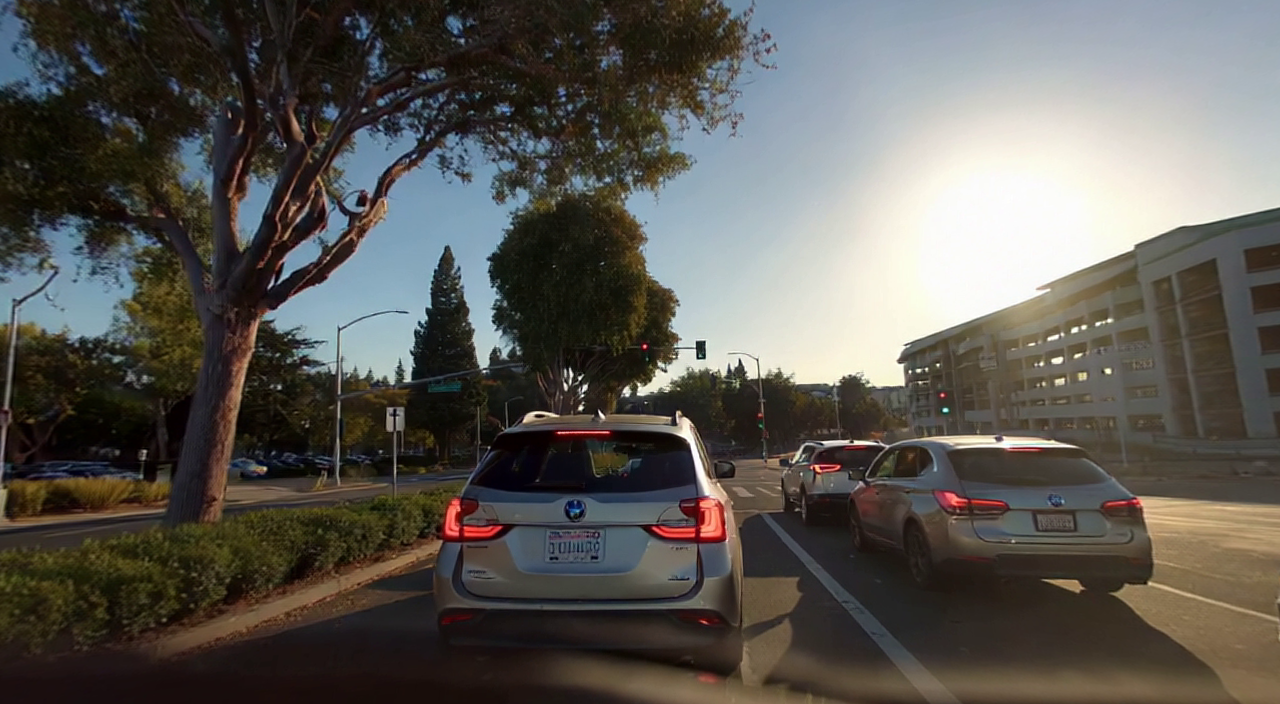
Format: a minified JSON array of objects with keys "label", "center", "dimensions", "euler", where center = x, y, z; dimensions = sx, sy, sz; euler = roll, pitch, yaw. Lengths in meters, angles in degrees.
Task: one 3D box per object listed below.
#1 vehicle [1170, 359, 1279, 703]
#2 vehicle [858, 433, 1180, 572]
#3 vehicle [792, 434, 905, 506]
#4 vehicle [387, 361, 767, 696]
[{"label":"vehicle","center":[4.061,0.611,1.112],"dimensions":[1.993,1.719,4.953],"euler":[0,-8,1]},{"label":"vehicle","center":[4.903,1.974,9.168],"dimensions":[1.963,1.480,4.553],"euler":[0,-8,2]},{"label":"vehicle","center":[5.337,3.036,16.724],"dimensions":[1.994,1.638,4.100],"euler":[-1,-9,6]},{"label":"vehicle","center":[-0.209,1.238,5.562],"dimensions":[2.021,1.742,4.295],"euler":[-1,-8,4]}]
